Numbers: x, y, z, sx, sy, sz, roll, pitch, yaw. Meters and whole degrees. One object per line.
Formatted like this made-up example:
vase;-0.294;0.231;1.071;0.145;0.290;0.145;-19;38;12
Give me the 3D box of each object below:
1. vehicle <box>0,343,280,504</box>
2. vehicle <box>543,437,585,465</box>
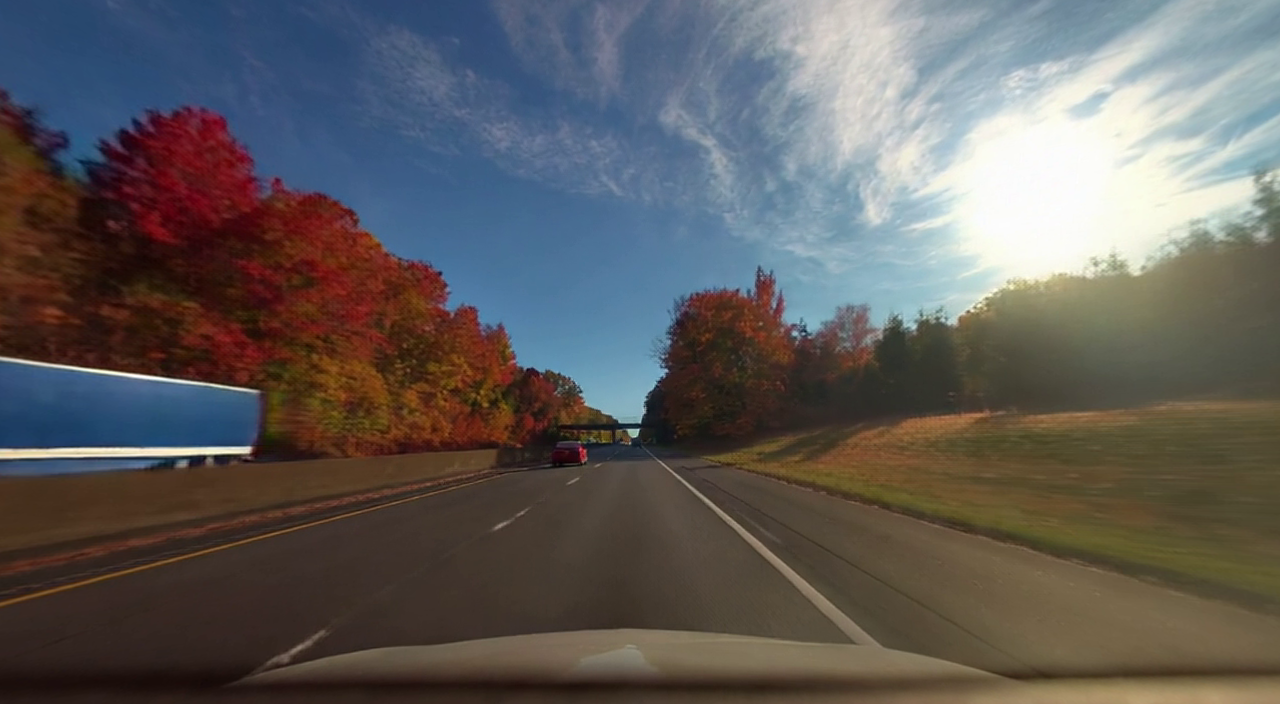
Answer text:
vehicle;-17.089;2.467;20.287;2.878;3.898;13.768;0;-8;0
vehicle;-4.537;5.982;38.089;2.002;1.553;4.247;0;-8;0
